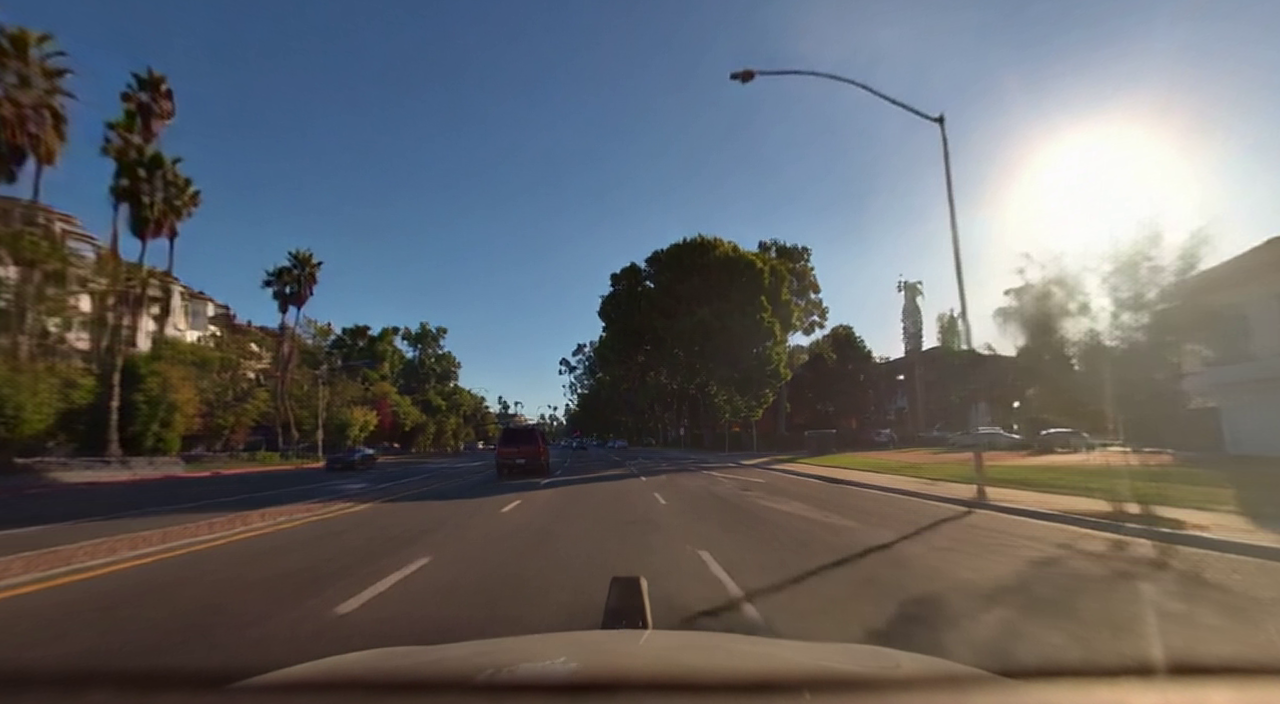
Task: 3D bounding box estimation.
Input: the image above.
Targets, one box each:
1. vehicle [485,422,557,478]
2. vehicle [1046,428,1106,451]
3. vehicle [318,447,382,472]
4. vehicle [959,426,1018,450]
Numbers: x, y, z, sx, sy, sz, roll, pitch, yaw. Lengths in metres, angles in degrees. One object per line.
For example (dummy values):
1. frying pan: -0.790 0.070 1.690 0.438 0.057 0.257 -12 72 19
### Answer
1. vehicle: -5.111 4.342 27.921 2.507 2.161 6.049 1 -9 -5
2. vehicle: 29.977 6.015 43.137 4.384 1.501 2.020 7 -11 -37
3. vehicle: -18.064 6.705 39.342 2.030 1.459 4.695 1 -9 -4
4. vehicle: 26.418 6.531 47.521 4.520 1.746 2.295 7 -11 -40
